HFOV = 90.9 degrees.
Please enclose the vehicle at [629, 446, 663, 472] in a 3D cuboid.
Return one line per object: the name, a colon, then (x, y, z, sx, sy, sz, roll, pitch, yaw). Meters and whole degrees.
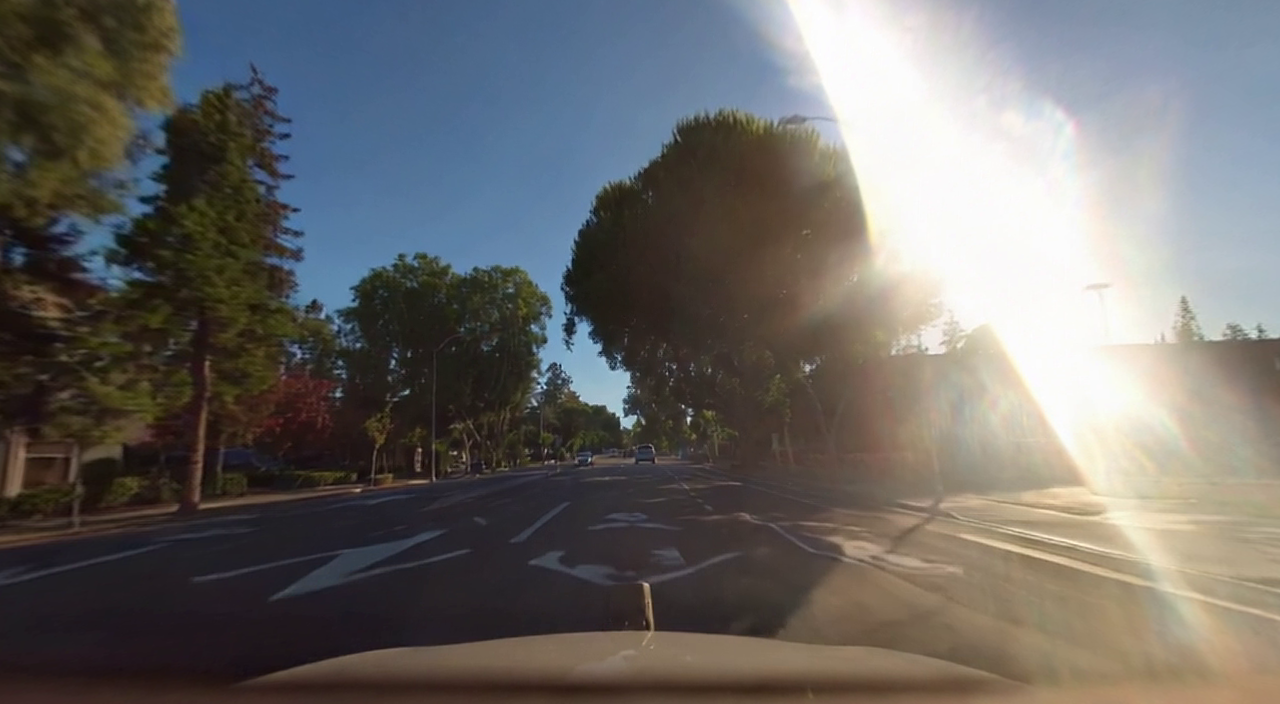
vehicle: (0.398, 7.263, 42.839, 2.200, 1.653, 4.127, -1, -9, 1)
